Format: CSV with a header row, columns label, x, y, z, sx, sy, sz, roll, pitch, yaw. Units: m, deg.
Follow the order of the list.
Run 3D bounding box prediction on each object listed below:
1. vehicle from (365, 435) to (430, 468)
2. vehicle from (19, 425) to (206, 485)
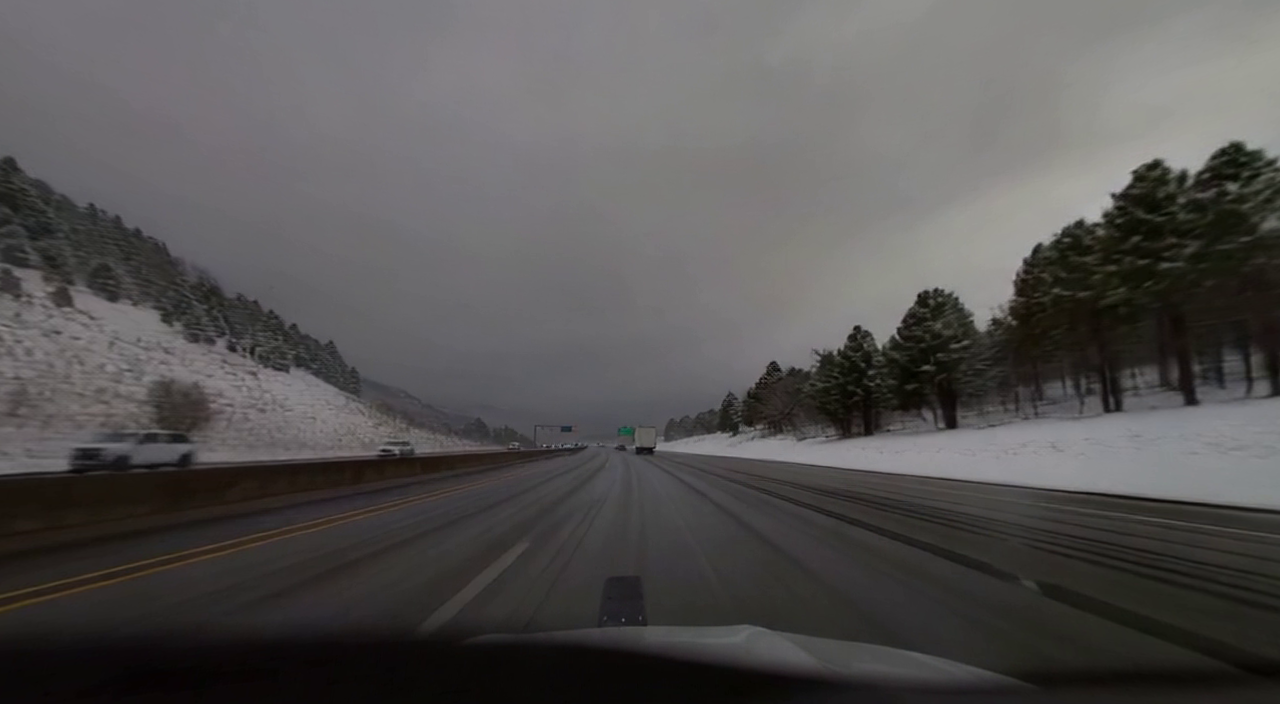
label,x,y,z,sx,sy,sz,roll,pitch,yaw
vehicle,-14.359,5.908,37.645,2.104,1.809,4.539,0,-8,-1
vehicle,-17.784,3.501,21.714,2.130,1.800,4.990,0,-8,0
